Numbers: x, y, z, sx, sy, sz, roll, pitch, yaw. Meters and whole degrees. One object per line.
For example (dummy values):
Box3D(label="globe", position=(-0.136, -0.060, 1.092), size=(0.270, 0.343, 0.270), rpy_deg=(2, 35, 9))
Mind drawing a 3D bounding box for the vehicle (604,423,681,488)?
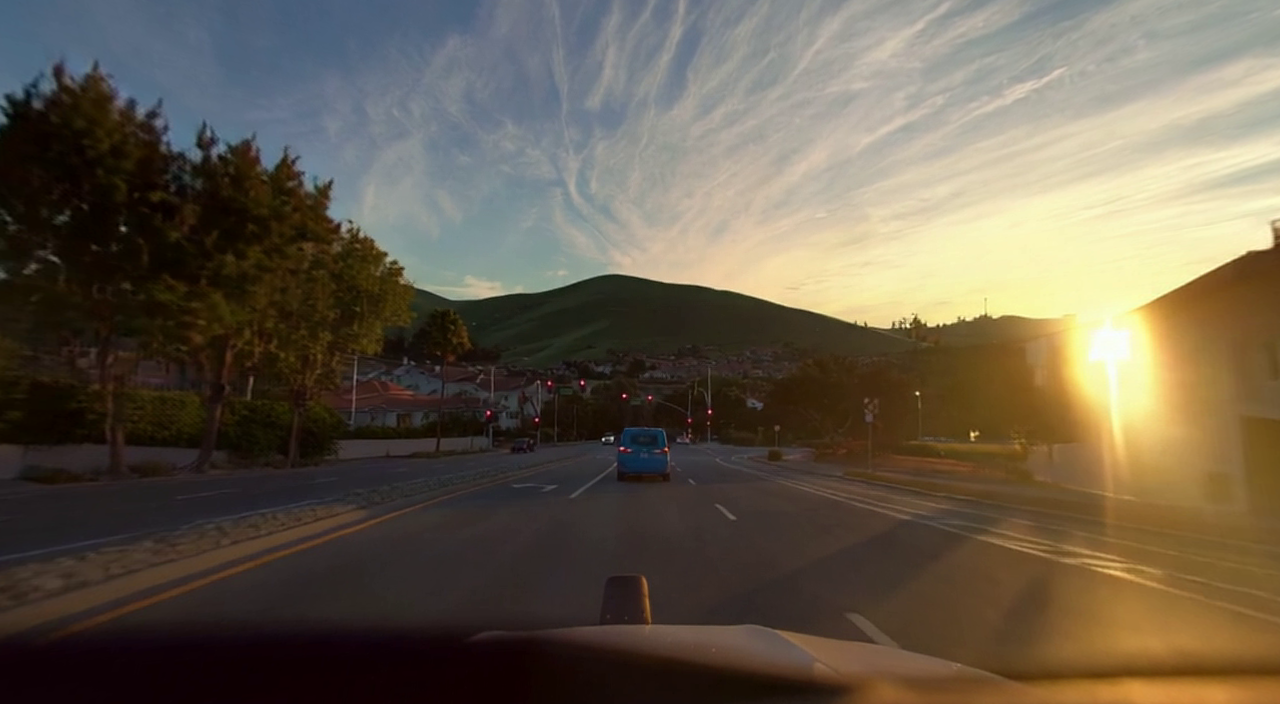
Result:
Box3D(label="vehicle", position=(0.089, 3.308, 20.345), size=(2.185, 1.822, 4.391), rpy_deg=(0, -9, 0))
